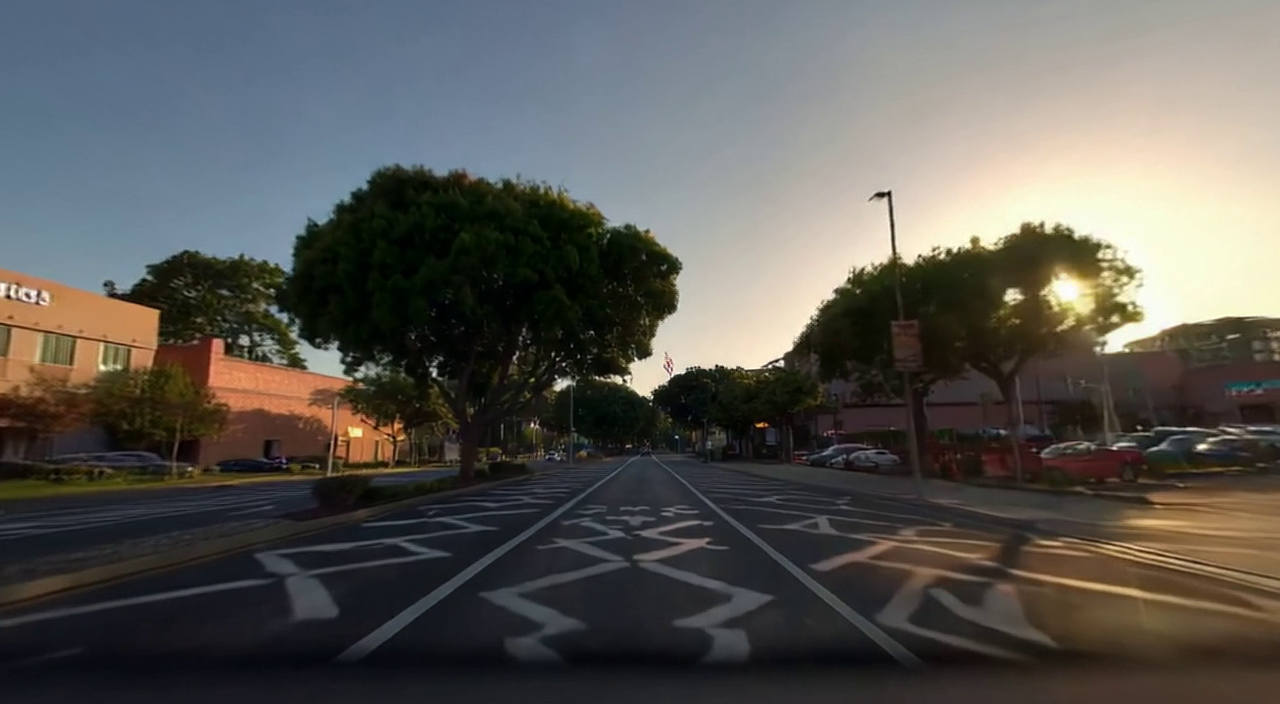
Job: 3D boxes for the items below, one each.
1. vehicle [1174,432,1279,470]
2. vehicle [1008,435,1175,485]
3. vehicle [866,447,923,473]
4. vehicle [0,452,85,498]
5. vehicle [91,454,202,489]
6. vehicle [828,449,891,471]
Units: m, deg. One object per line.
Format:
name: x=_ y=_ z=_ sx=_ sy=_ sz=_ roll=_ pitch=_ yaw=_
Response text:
vehicle: x=29.602 y=4.876 z=31.094 sx=4.342 sy=1.641 sz=1.975 roll=-3 pitch=-9 yaw=0
vehicle: x=17.080 y=4.084 z=23.938 sx=4.720 sy=1.769 sz=2.229 roll=1 pitch=-9 yaw=-6
vehicle: x=18.943 y=7.976 z=46.627 sx=3.754 sy=1.844 sz=2.002 roll=5 pitch=-11 yaw=-32
vehicle: x=-31.319 y=6.157 z=31.690 sx=2.160 sy=2.118 sz=4.989 roll=0 pitch=-9 yaw=-3
vehicle: x=-29.029 y=7.016 z=37.260 sx=2.199 sy=1.859 sz=5.442 roll=0 pitch=-9 yaw=-1
vehicle: x=16.941 y=8.278 z=48.439 sx=4.313 sy=1.584 sz=2.282 roll=5 pitch=-10 yaw=-29
